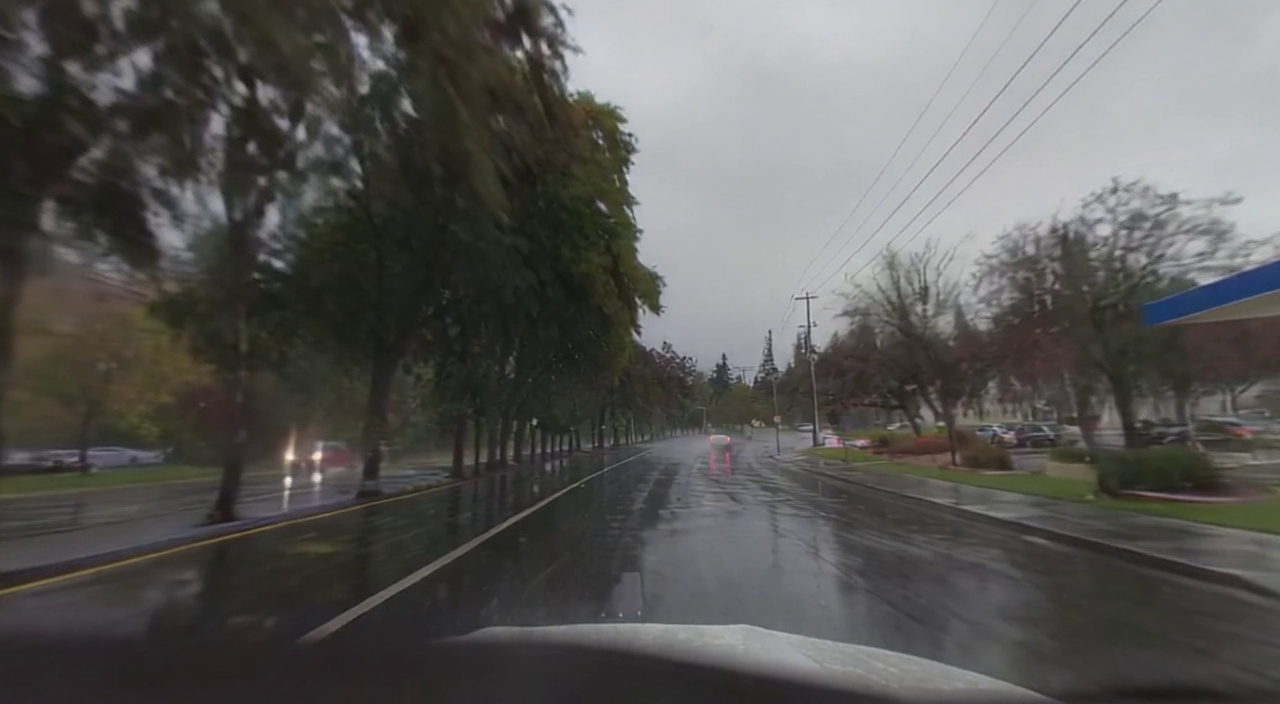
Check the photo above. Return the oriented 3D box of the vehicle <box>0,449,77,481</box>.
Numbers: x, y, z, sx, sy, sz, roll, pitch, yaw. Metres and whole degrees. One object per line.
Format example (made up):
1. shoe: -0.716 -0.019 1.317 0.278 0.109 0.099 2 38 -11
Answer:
1. vehicle: -30.908 5.555 31.179 1.884 1.490 4.627 0 -9 1

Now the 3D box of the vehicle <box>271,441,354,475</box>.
1. vehicle: -17.822 5.792 34.654 1.970 1.696 4.410 -1 -9 4
